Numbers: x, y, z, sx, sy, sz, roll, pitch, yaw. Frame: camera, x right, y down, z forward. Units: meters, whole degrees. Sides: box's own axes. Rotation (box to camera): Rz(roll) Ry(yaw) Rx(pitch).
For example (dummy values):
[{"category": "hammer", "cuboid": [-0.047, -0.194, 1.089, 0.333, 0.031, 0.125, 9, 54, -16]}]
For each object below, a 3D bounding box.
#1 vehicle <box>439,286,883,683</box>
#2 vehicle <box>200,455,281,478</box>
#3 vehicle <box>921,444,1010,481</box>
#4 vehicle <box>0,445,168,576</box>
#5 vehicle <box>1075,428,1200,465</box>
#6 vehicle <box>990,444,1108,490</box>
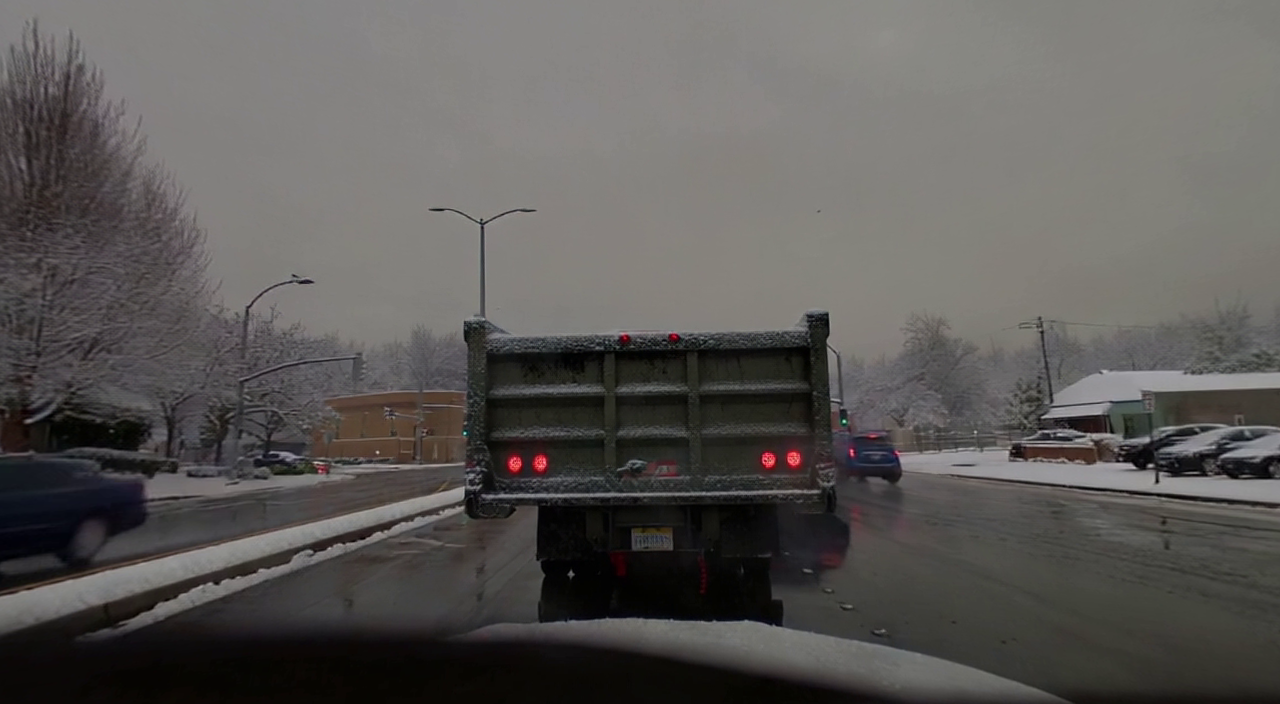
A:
[{"category": "vehicle", "cuboid": [0.266, 1.284, 7.400, 2.650, 2.391, 7.008, -1, -8, 3]}, {"category": "vehicle", "cuboid": [-27.806, 7.962, 43.955, 4.409, 1.446, 1.862, -1, -8, 5]}, {"category": "vehicle", "cuboid": [14.170, 4.801, 27.725, 1.777, 1.488, 4.081, -1, -8, 1]}, {"category": "vehicle", "cuboid": [-8.335, 1.850, 7.392, 2.006, 1.479, 4.643, 0, -8, 0]}, {"category": "vehicle", "cuboid": [23.121, 4.391, 29.439, 4.171, 1.614, 1.894, -1, -8, 1]}, {"category": "vehicle", "cuboid": [14.289, 4.000, 22.305, 1.702, 1.475, 3.670, -1, -8, 1]}]
